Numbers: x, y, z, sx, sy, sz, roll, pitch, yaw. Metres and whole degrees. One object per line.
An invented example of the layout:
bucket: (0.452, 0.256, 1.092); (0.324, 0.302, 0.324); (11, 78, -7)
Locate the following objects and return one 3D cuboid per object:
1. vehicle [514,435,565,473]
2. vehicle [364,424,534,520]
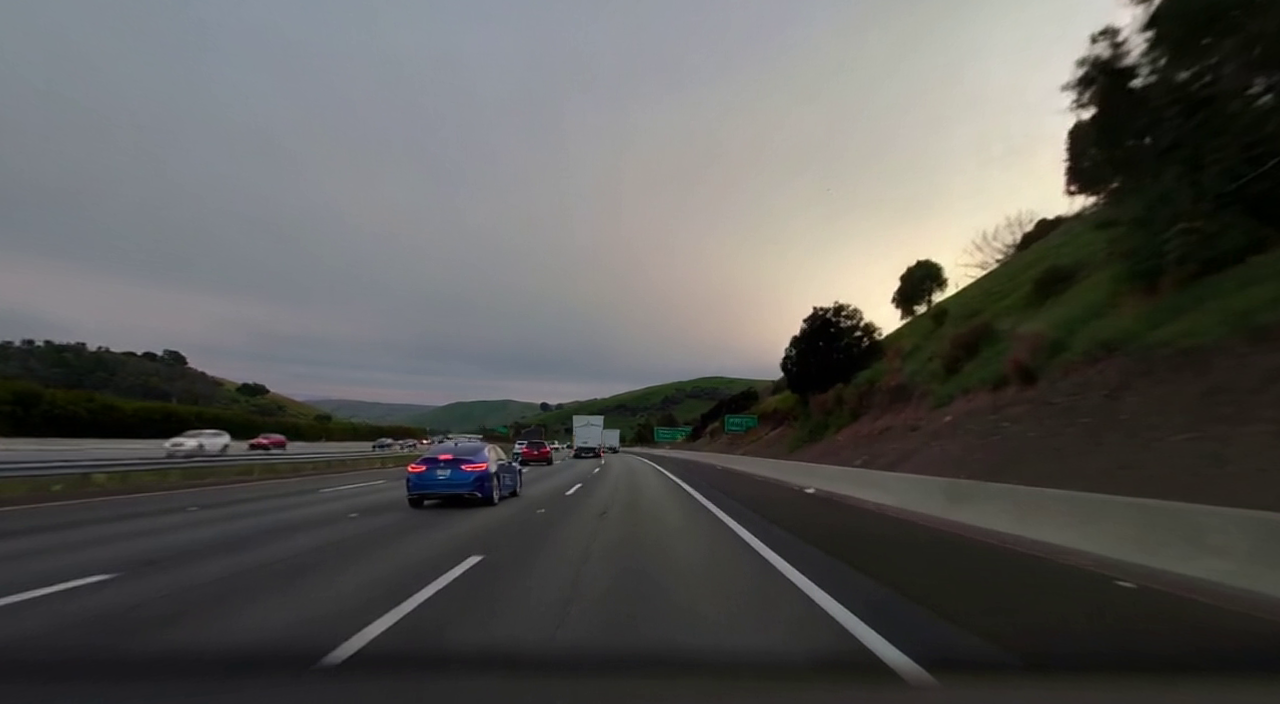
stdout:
vehicle: (-5.052, 5.191, 32.193); (2.081, 1.740, 4.268); (1, -9, -2)
vehicle: (-3.818, 2.506, 13.658); (2.180, 1.685, 4.668); (0, -9, 0)
